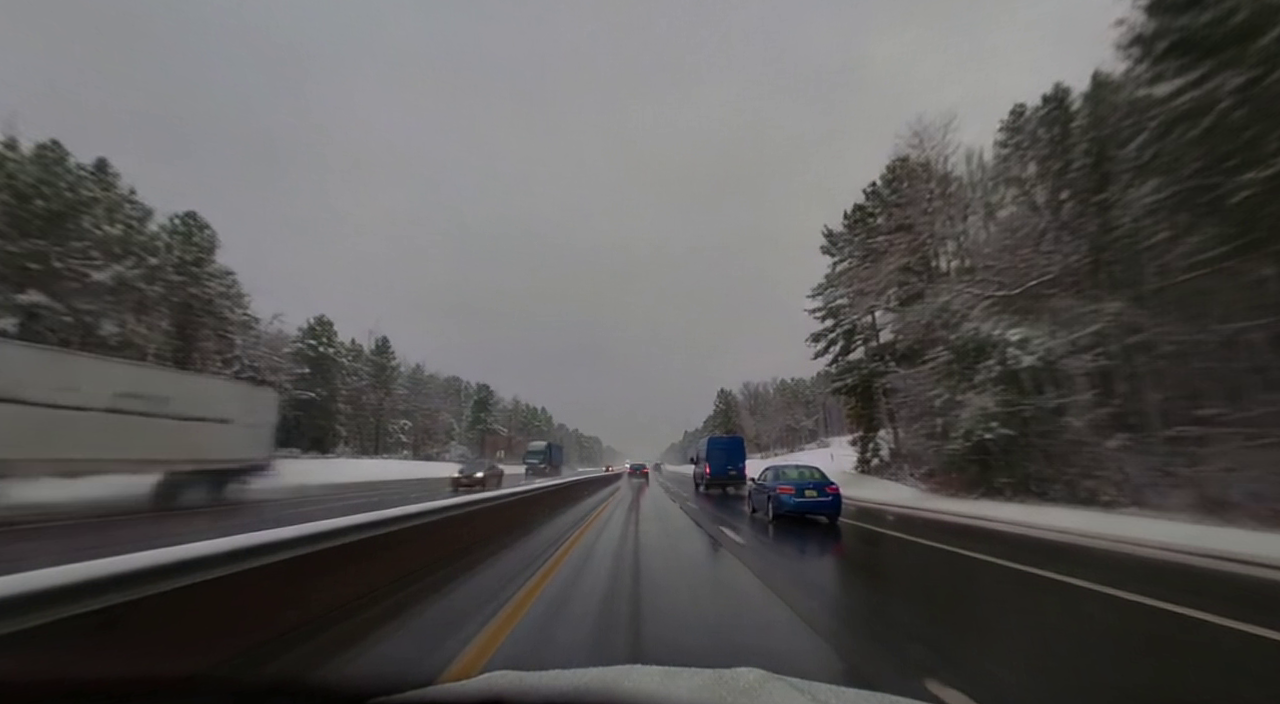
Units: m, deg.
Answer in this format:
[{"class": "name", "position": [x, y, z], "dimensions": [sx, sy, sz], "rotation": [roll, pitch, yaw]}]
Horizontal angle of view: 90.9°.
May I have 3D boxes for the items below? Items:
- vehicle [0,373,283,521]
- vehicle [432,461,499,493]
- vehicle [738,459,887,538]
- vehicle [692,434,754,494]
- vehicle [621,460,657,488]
[{"class": "vehicle", "position": [-13.607, 2.713, 17.445], "dimensions": [2.876, 3.200, 7.459], "rotation": [0, -10, 1]}, {"class": "vehicle", "position": [-8.725, 6.320, 31.925], "dimensions": [2.024, 1.471, 4.450], "rotation": [0, -10, 1]}, {"class": "vehicle", "position": [3.857, 3.392, 15.156], "dimensions": [2.073, 1.532, 4.969], "rotation": [1, -10, -1]}, {"class": "vehicle", "position": [4.544, 6.361, 35.749], "dimensions": [2.563, 2.975, 6.941], "rotation": [1, -10, 0]}, {"class": "vehicle", "position": [-0.016, 7.968, 41.210], "dimensions": [2.212, 1.717, 4.452], "rotation": [1, -10, 0]}]
